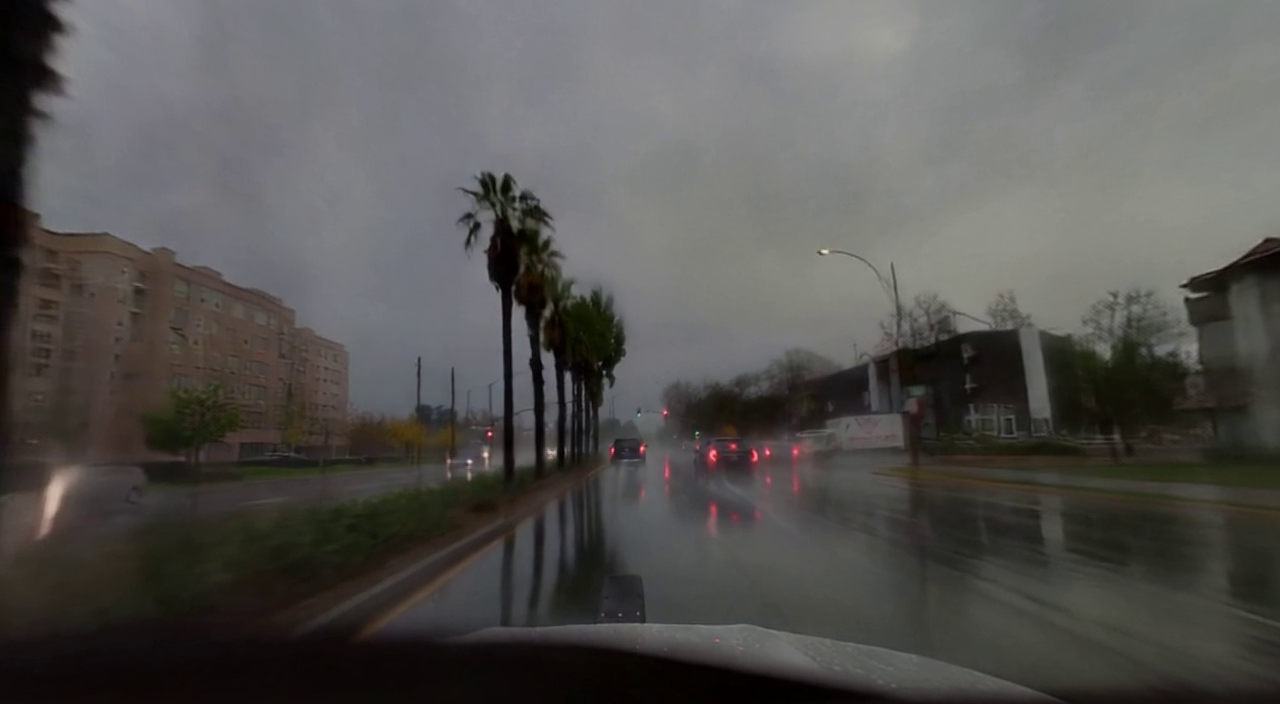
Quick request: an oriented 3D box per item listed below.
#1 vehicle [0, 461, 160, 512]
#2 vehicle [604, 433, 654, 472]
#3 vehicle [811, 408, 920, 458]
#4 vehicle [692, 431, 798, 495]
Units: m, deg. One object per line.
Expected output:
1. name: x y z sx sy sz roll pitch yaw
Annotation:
1. vehicle: -19.363 4.566 21.817 1.847 1.466 4.530 0 -8 -1
2. vehicle: -0.538 4.944 31.104 2.277 1.816 4.192 0 -8 -1
3. vehicle: 17.334 6.312 48.718 7.270 3.743 2.677 1 -9 -4
4. vehicle: 2.867 3.182 18.424 2.195 1.590 4.668 0 -9 -1
